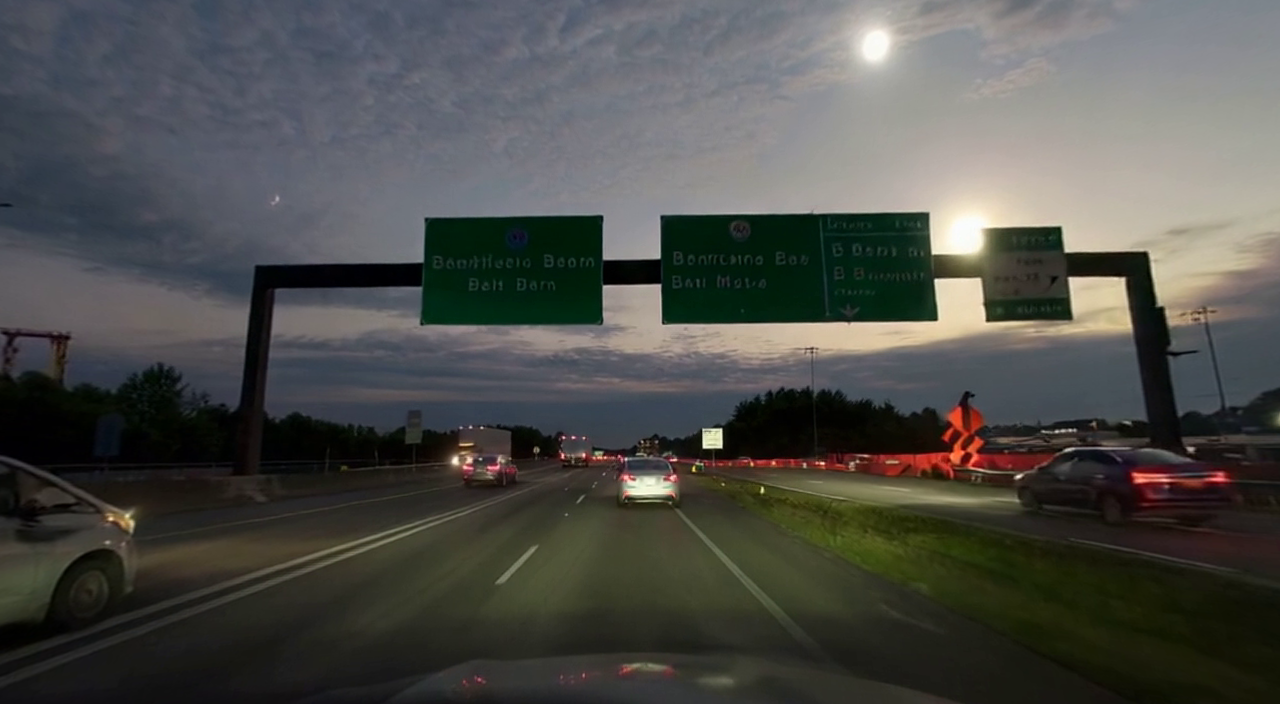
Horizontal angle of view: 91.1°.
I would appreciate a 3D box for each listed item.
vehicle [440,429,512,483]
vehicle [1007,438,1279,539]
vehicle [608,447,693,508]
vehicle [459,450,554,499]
[{"bbox_3d":[-7.552,4.845,29.553,2.204,2.295,4.830,0,-9,-2],"label":"vehicle"},{"bbox_3d":[8.651,2.312,11.215,1.935,1.470,3.589,0,-9,-2],"label":"vehicle"},{"bbox_3d":[0.262,3.356,17.205,2.080,1.451,3.512,0,-9,0],"label":"vehicle"},{"bbox_3d":[-4.198,3.926,20.508,2.063,1.417,4.000,-1,-9,2],"label":"vehicle"}]
